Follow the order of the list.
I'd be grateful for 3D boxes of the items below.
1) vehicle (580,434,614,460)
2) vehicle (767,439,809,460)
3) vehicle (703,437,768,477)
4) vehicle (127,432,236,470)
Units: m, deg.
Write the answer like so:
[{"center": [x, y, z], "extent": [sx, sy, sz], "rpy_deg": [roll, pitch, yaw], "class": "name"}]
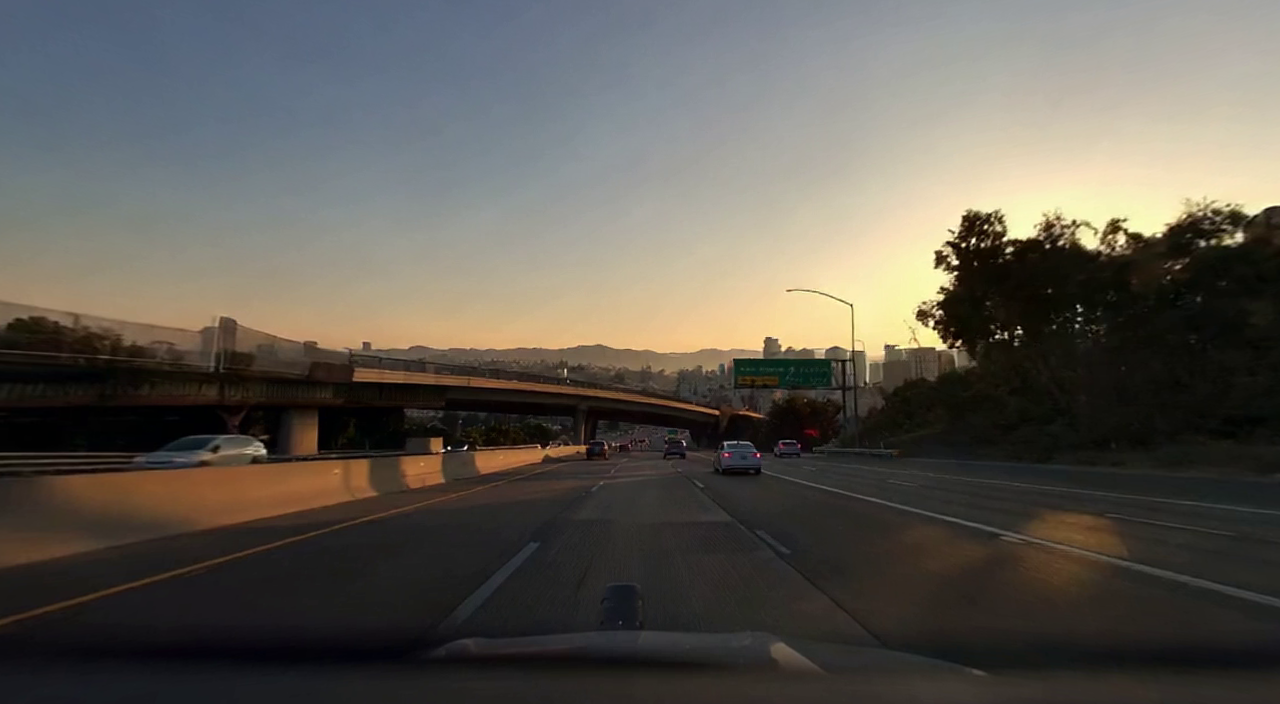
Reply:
[{"center": [-2.996, 6.718, 44.699], "extent": [2.072, 1.730, 4.381], "rpy_deg": [0, -9, 0], "class": "vehicle"}, {"center": [11.062, 7.309, 47.402], "extent": [2.019, 1.529, 4.385], "rpy_deg": [0, -9, -1], "class": "vehicle"}, {"center": [3.842, 4.300, 26.129], "extent": [1.961, 1.504, 4.094], "rpy_deg": [0, -9, -1], "class": "vehicle"}, {"center": [-21.179, 4.585, 29.395], "extent": [1.938, 1.627, 4.131], "rpy_deg": [0, -9, 0], "class": "vehicle"}]
